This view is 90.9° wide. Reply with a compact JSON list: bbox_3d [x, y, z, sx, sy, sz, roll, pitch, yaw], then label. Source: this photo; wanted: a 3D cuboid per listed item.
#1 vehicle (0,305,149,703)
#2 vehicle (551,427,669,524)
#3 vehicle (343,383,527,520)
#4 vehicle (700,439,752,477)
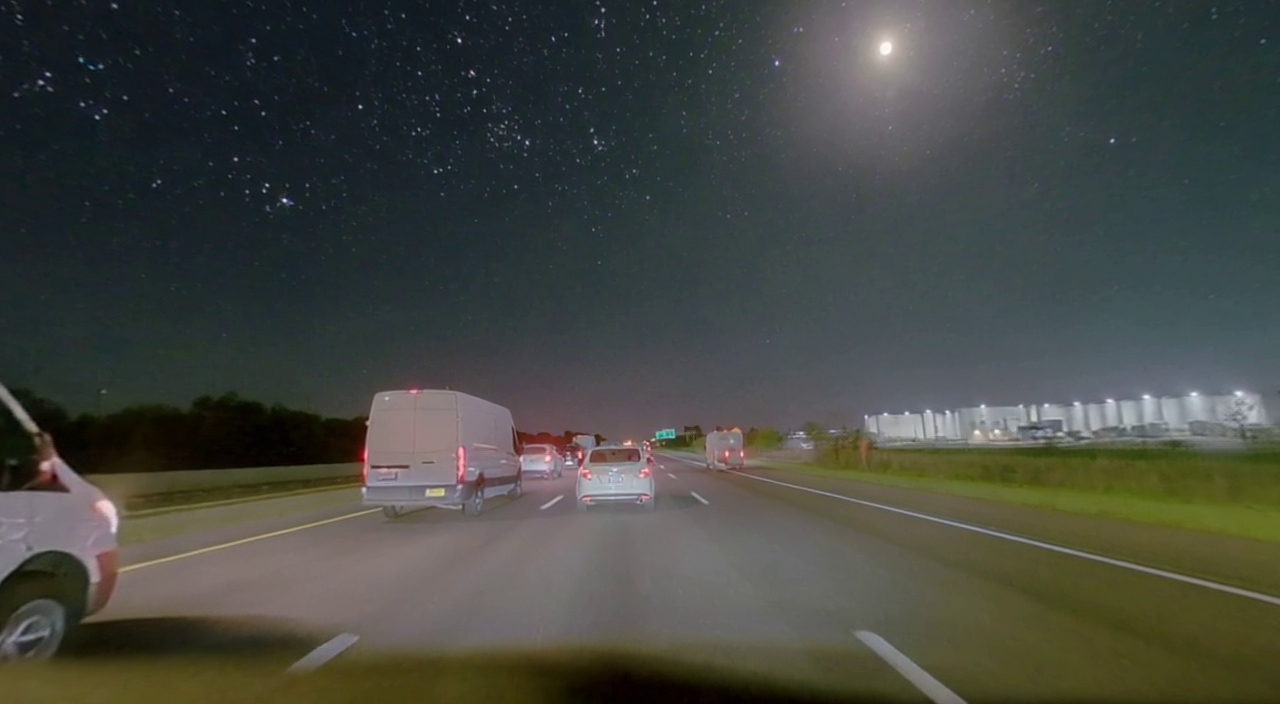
[{"bbox_3d":[-4.004,0.491,1.156,2.253,1.892,4.823,0,-9,0],"label":"vehicle"},{"bbox_3d":[-0.525,2.493,13.157,2.093,1.695,3.782,0,-9,0],"label":"vehicle"},{"bbox_3d":[-4.574,2.445,15.655,2.248,2.626,6.837,0,-9,0],"label":"vehicle"},{"bbox_3d":[4.242,5.313,31.820,2.003,1.754,4.134,0,-9,0],"label":"vehicle"}]
